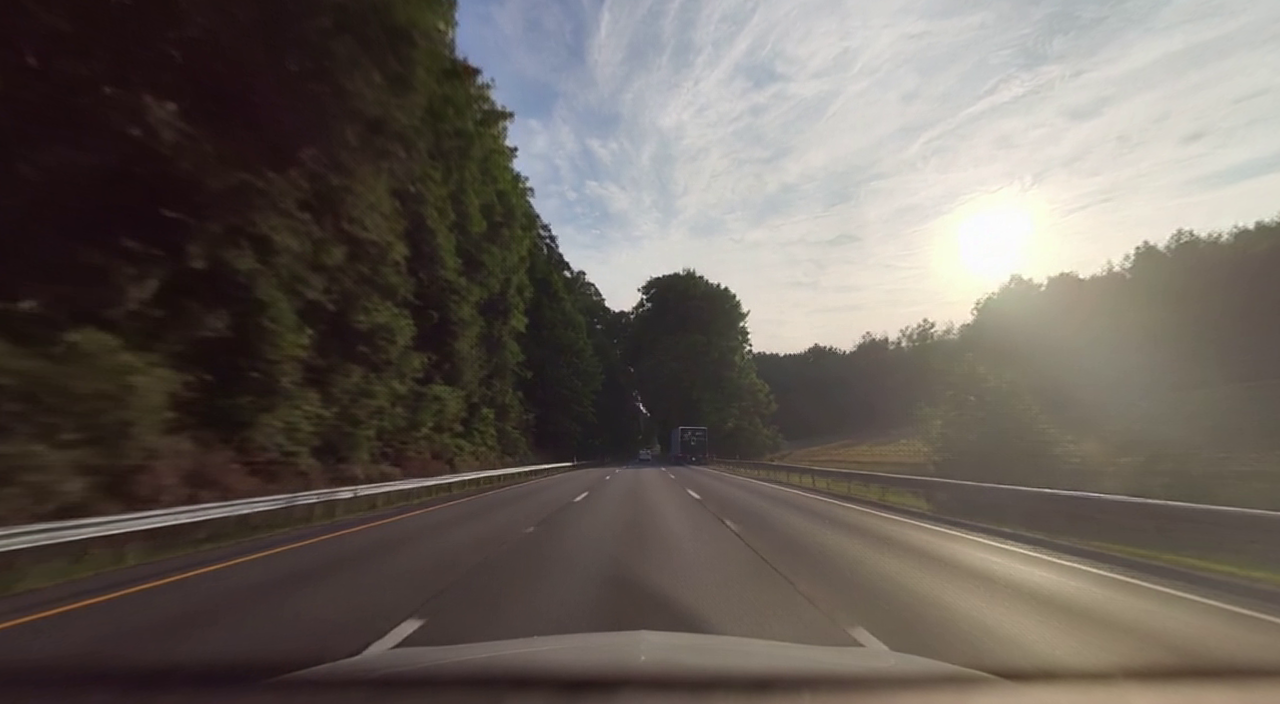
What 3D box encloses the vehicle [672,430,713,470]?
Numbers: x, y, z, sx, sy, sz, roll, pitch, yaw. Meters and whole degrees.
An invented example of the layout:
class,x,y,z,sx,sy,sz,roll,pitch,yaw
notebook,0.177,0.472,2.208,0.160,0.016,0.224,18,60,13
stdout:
class,x,y,z,sx,sy,sz,roll,pitch,yaw
vehicle,3.858,7.426,47.519,2.572,2.795,5.978,0,-9,-1
